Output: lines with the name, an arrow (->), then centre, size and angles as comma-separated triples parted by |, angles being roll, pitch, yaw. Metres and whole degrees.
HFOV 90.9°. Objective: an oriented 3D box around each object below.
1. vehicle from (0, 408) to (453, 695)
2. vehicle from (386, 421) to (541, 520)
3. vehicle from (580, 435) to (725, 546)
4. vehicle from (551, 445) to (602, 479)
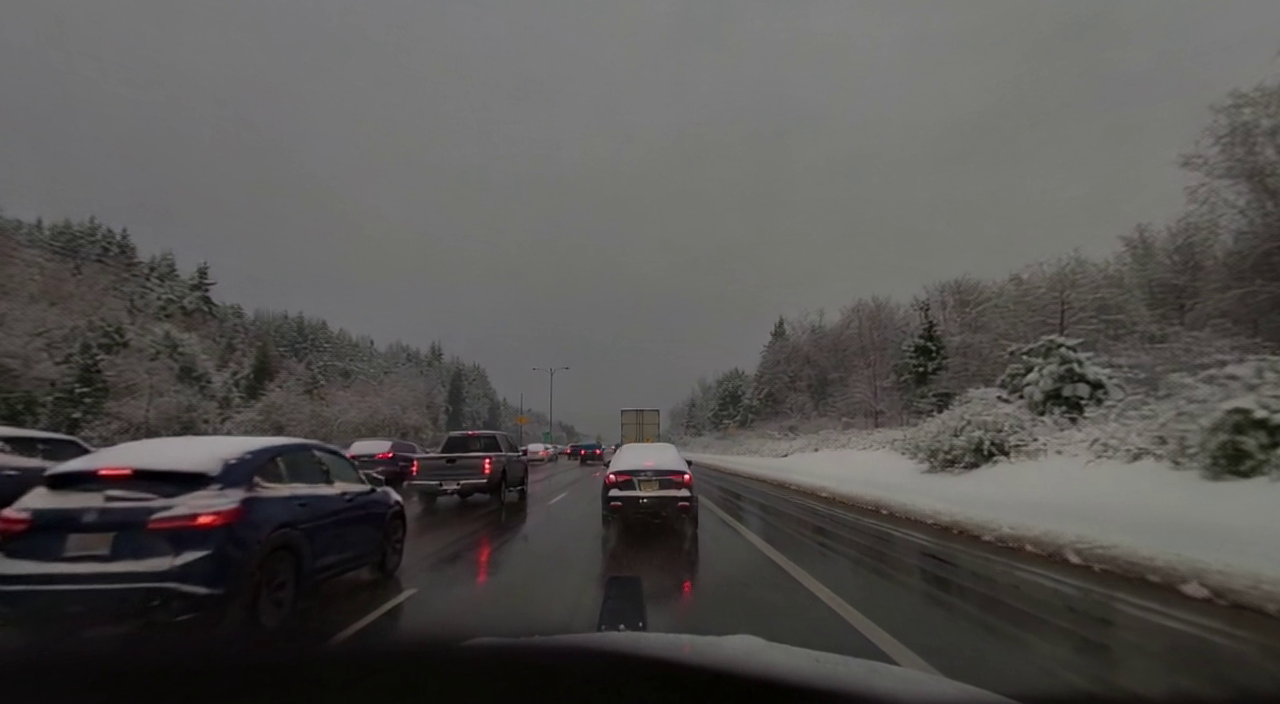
vehicle -> -3.342, 1.389, 5.552 | 1.980, 1.491, 4.340 | 0, -9, 1
vehicle -> -3.675, 2.591, 14.193 | 2.051, 1.829, 4.736 | 0, -9, 1
vehicle -> 0.161, 2.179, 10.426 | 1.995, 1.495, 3.380 | 0, -9, 0
vehicle -> -2.880, 5.124, 29.509 | 1.998, 1.466, 3.684 | 0, -9, 0
